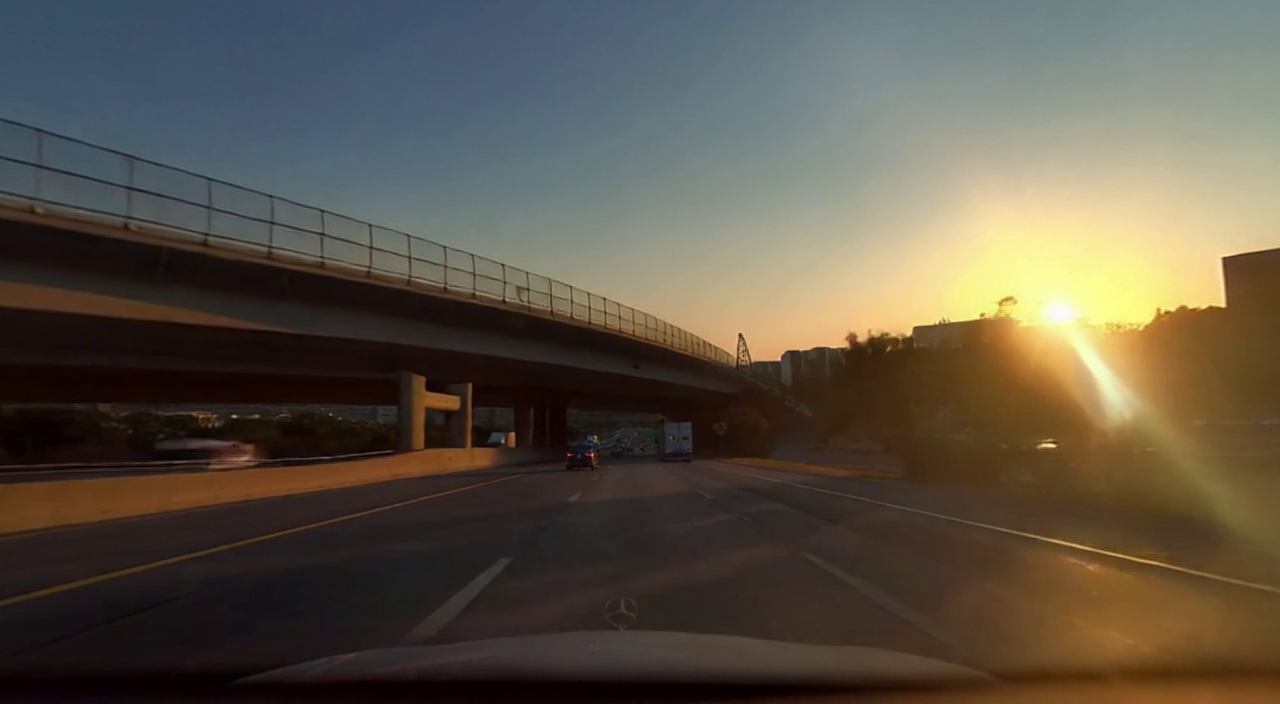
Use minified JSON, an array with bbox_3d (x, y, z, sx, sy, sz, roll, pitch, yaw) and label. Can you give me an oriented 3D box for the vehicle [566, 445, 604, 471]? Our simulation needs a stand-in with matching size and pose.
[{"bbox_3d":[-3.480,6.794,40.533,2.100,1.525,4.179,0,-9,-1],"label":"vehicle"}]
